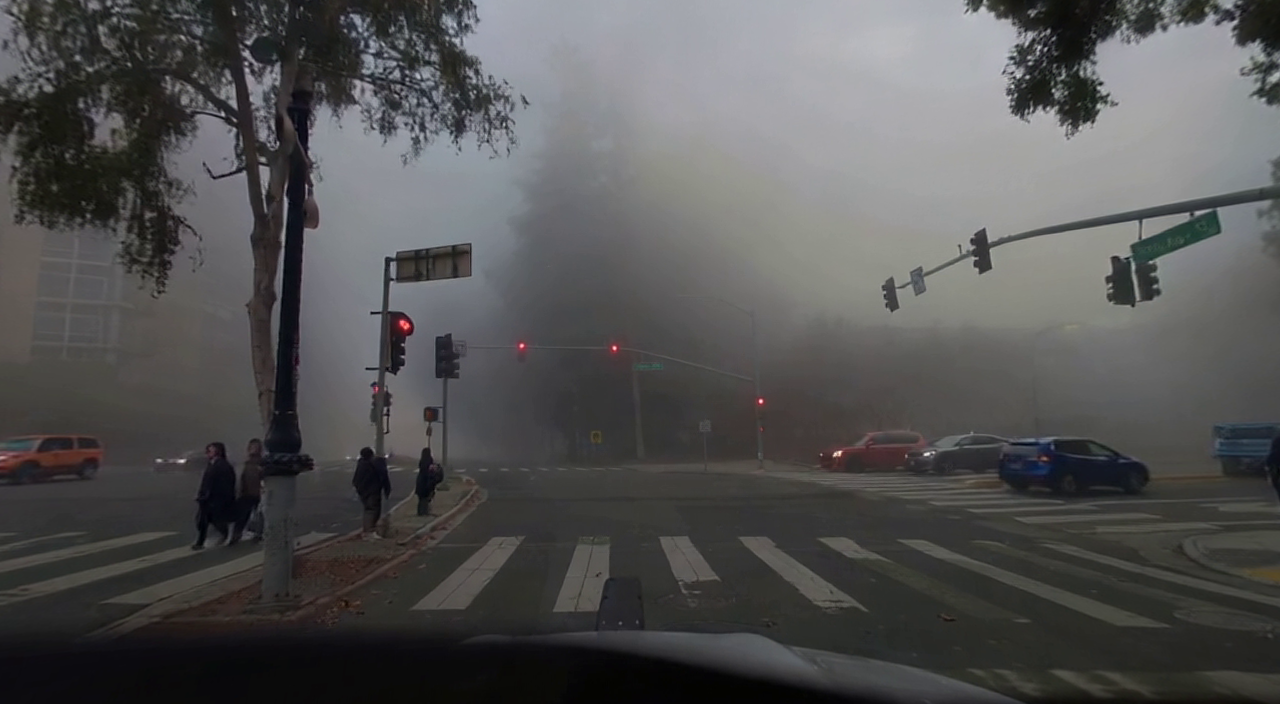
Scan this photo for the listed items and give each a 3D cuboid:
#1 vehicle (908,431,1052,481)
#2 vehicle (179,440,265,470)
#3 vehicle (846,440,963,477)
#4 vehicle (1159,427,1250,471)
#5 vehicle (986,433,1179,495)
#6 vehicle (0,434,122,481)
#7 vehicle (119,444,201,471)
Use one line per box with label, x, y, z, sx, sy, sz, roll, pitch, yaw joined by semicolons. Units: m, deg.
vehicle;12.928;3.916;24.047;4.742;1.762;2.180;3;-9;-22
vehicle;-24.083;5.954;36.622;2.056;1.604;4.436;0;-8;-2
vehicle;11.481;4.621;27.562;4.317;1.491;1.896;2;-9;-11
vehicle;25.645;4.414;28.892;2.066;1.821;4.509;-5;-10;29
vehicle;12.225;3.064;17.551;4.312;1.540;2.007;2;-9;-16
vehicle;-27.023;4.698;28.491;2.388;1.858;6.056;0;-8;-2
vehicle;-30.804;6.765;40.721;2.069;1.660;4.302;0;-8;-3
